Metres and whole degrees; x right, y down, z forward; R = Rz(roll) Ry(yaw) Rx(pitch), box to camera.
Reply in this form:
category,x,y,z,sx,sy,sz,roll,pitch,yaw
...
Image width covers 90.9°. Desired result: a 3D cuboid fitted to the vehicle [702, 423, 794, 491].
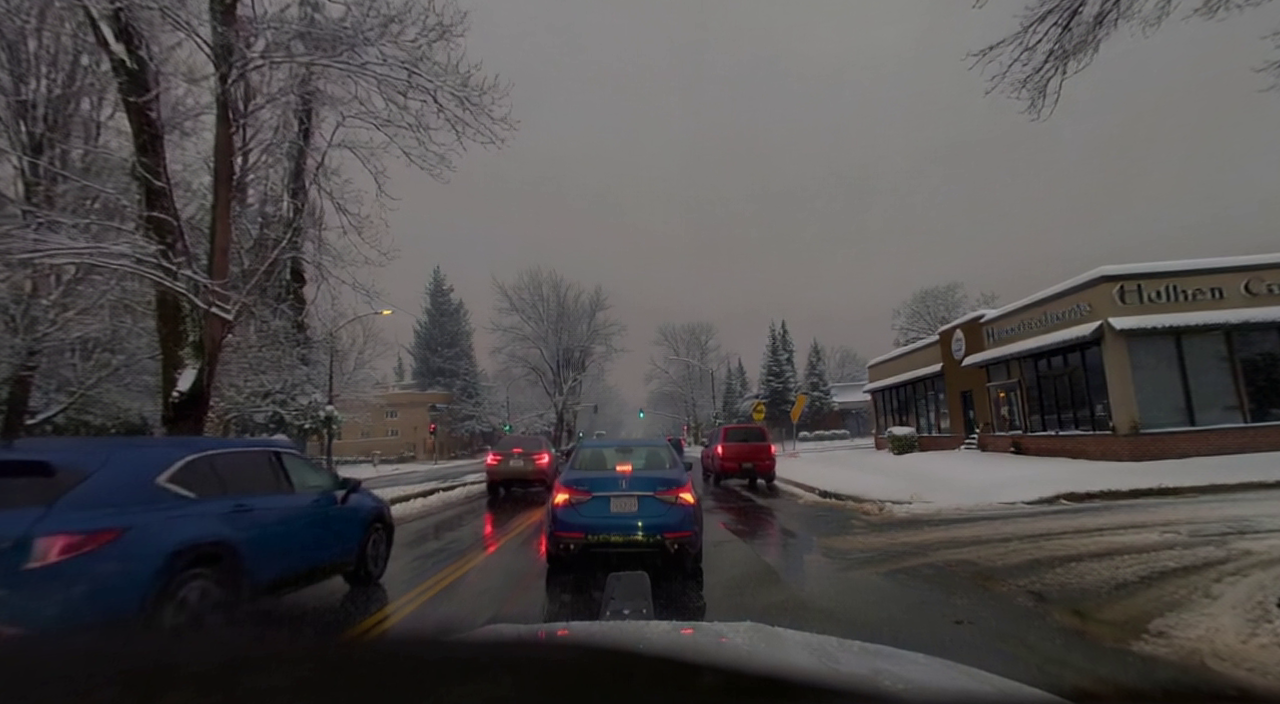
category,x,y,z,sx,sy,sz,roll,pitch,yaw
vehicle,3.395,3.422,20.826,2.152,1.987,4.527,0,-9,-1

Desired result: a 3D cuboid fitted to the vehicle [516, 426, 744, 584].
category,x,y,z,sx,sy,sz,roll,pitch,yaw
vehicle,-0.108,1.758,8.064,2.160,1.482,4.037,0,-9,0

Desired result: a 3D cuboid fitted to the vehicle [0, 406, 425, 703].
category,x,y,z,sx,sy,sz,roll,pitch,yaw
vehicle,-3.373,1.260,4.527,2.029,1.456,4.414,0,-9,1

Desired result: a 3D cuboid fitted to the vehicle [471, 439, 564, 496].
category,x,y,z,sx,sy,sz,roll,pitch,yaw
vehicle,-3.467,3.346,18.649,1.905,1.473,4.016,0,-9,1
